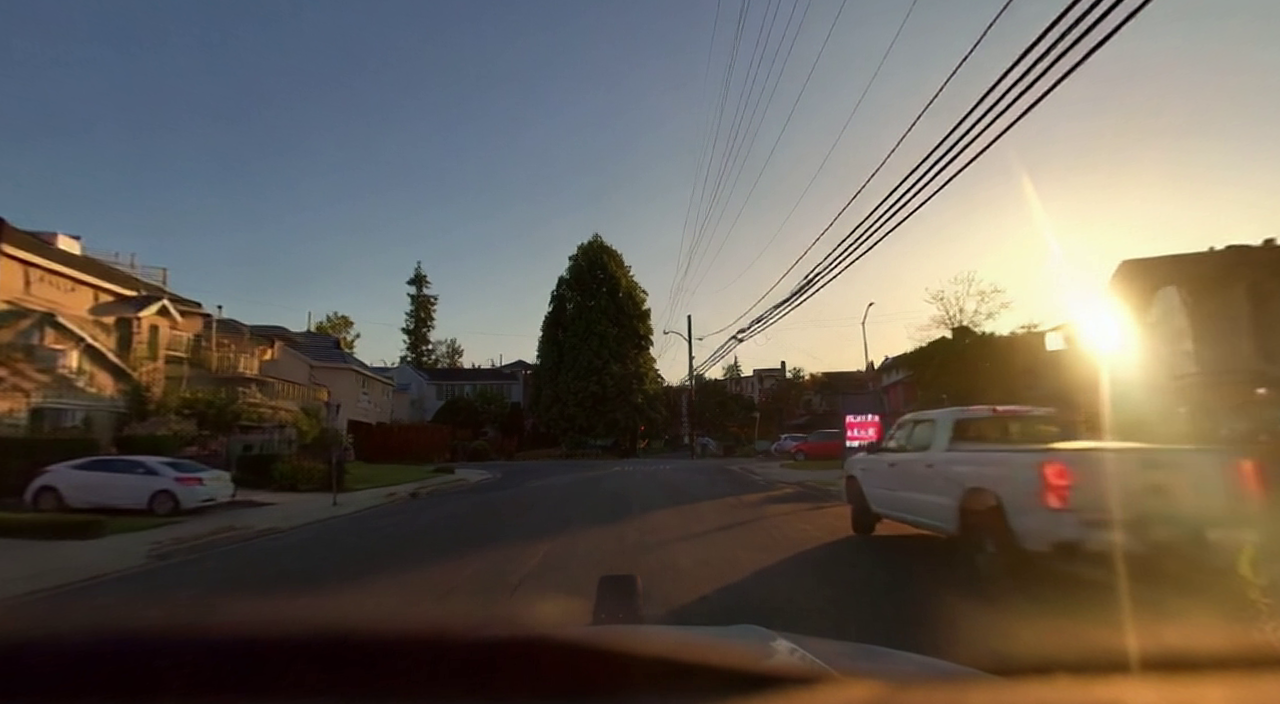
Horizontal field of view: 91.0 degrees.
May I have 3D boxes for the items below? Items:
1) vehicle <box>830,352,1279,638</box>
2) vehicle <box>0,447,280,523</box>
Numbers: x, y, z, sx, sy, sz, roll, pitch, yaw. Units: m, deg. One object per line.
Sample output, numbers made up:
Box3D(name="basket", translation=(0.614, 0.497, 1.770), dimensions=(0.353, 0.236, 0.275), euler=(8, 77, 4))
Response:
Box3D(name="vehicle", translation=(4.010, 1.335, 6.904), dimensions=(2.205, 1.923, 5.178), euler=(0, -8, 0))
Box3D(name="vehicle", translation=(-11.094, 2.910, 14.092), dimensions=(4.813, 1.503, 1.923), euler=(0, -9, -5))
